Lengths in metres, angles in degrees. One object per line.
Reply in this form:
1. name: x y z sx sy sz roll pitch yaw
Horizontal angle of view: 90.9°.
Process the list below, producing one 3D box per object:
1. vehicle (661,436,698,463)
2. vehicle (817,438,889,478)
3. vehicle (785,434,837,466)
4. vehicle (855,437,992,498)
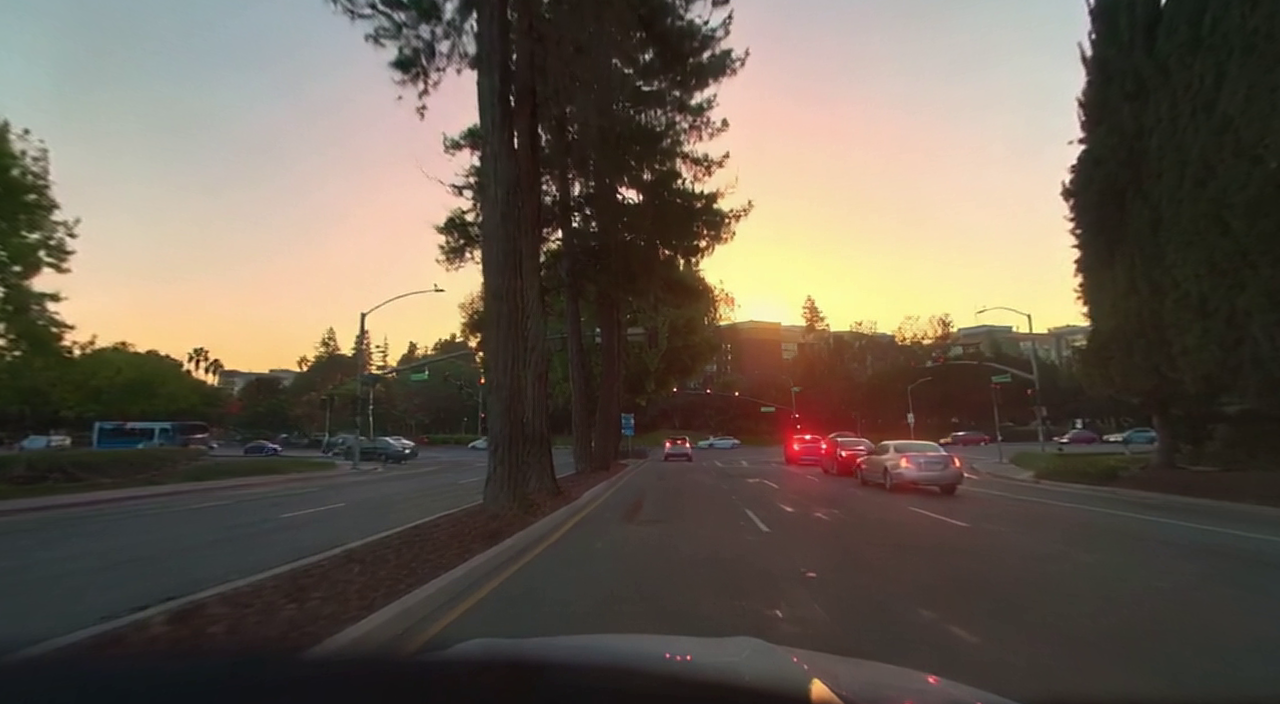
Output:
1. vehicle: 2.267 5.689 36.930 2.041 1.485 3.813 -1 -8 3
2. vehicle: 8.446 4.213 25.387 1.726 1.467 3.793 -1 -8 3
3. vehicle: 9.177 5.282 34.127 1.901 1.577 4.348 -1 -8 4
4. vehicle: 7.849 3.204 18.048 1.947 1.478 4.731 -1 -8 3
